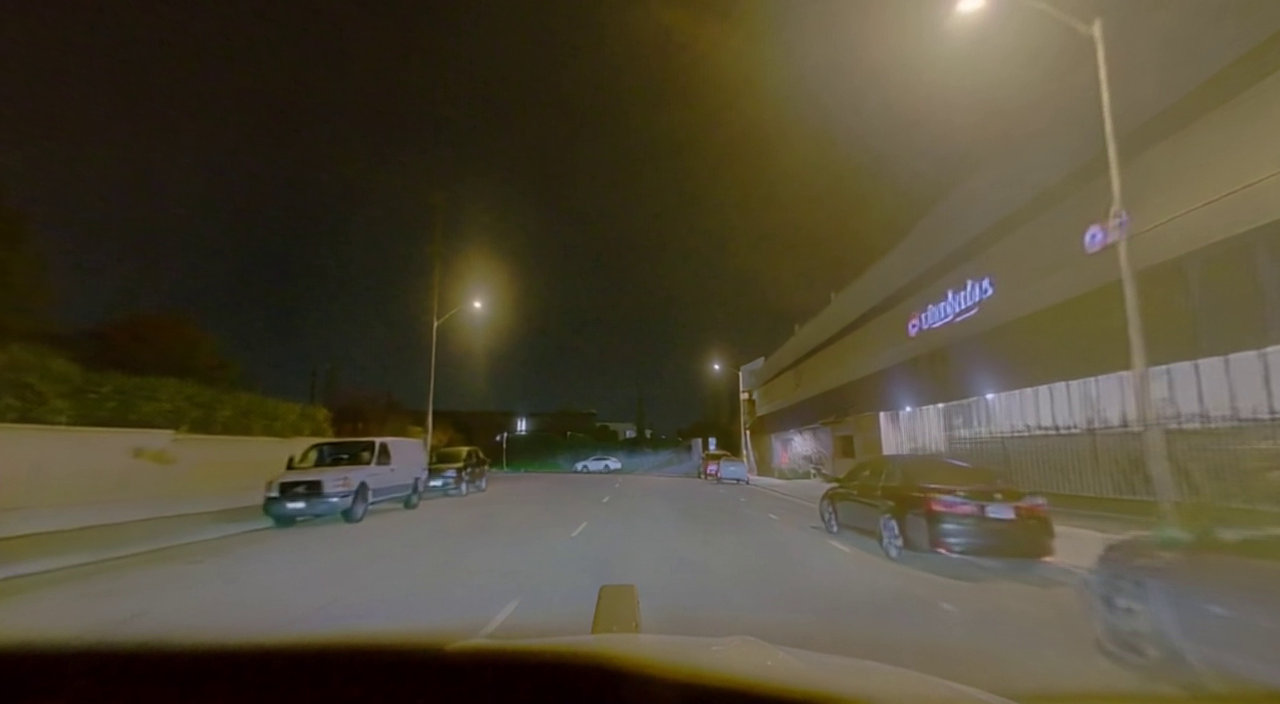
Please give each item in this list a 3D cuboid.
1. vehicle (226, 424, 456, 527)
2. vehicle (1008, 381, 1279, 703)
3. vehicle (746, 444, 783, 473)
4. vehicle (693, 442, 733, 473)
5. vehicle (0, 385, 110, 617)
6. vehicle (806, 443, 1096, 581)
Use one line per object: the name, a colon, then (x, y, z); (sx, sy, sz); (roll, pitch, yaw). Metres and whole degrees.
vehicle: (-6.488, 2.764, 14.825); (2.504, 1.919, 5.658); (0, -9, 2)
vehicle: (4.378, 1.102, 3.571); (1.941, 1.810, 4.364); (0, -9, 0)
vehicle: (8.555, 7.411, 43.691); (1.911, 1.685, 3.764); (3, -12, 2)
vehicle: (4.805, 7.027, 42.413); (2.158, 1.900, 5.376); (0, -9, 1)
vehicle: (-6.538, 1.035, 3.546); (2.304, 1.937, 5.720); (-2, -9, -2)
vehicle: (4.211, 2.189, 9.648); (2.050, 1.475, 4.613); (1, -8, -1)
